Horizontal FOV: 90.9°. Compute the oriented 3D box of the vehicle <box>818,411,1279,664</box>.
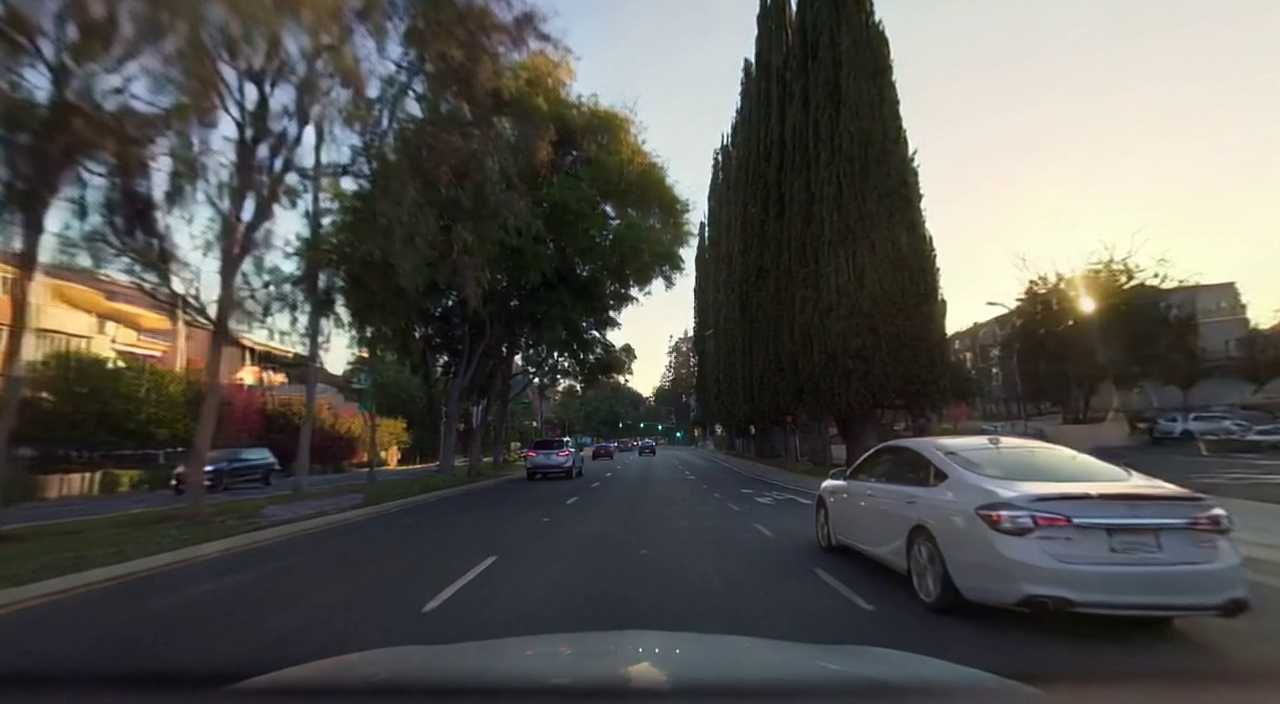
[{"bbox_3d":[3.307,1.450,6.068,1.945,1.530,4.320,0,-8,0],"label":"vehicle"}]

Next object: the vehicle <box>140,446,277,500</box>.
[{"bbox_3d":[-17.789,4.961,26.376,2.194,1.973,4.870,0,-8,0],"label":"vehicle"}]

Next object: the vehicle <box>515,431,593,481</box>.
[{"bbox_3d":[-3.347,4.182,25.596,2.216,1.828,4.886,-1,-8,3],"label":"vehicle"}]
